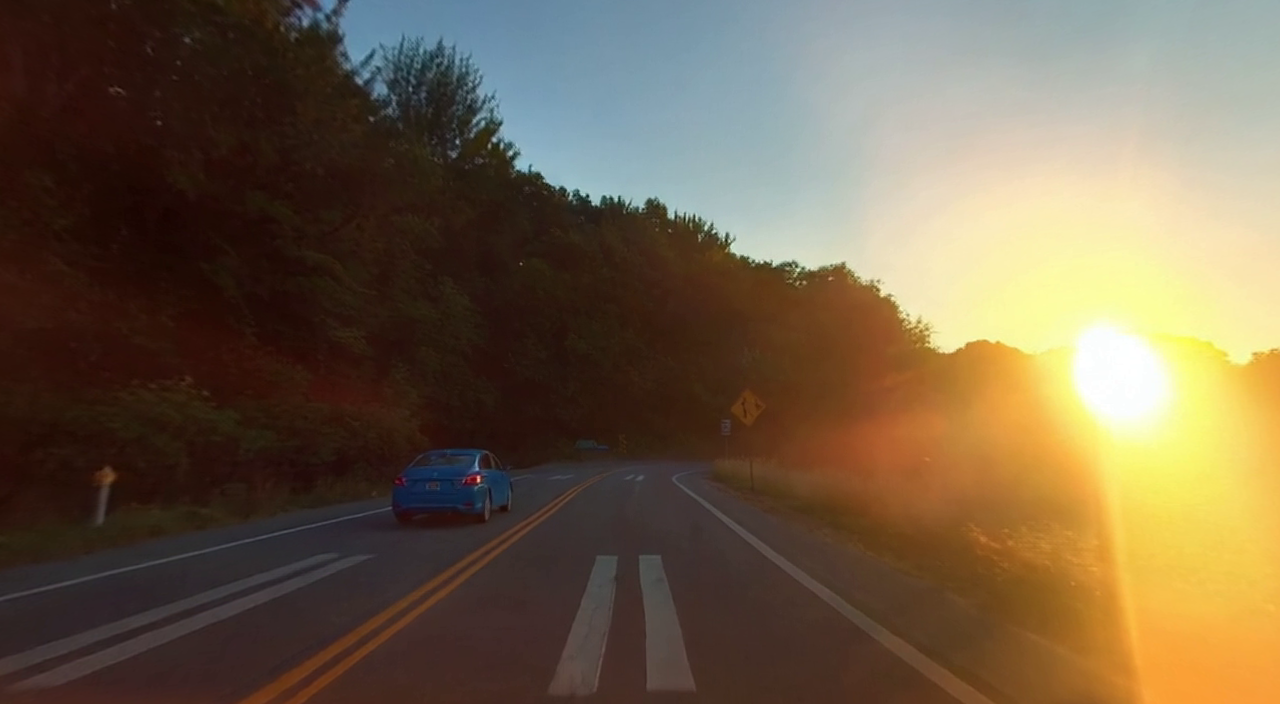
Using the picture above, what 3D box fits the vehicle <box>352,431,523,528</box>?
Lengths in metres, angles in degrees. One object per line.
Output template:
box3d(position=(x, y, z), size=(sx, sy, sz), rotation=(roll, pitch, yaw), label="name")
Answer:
box3d(position=(-3.786, 2.465, 12.647), size=(2.078, 1.607, 3.959), rotation=(0, -9, 1), label="vehicle")
